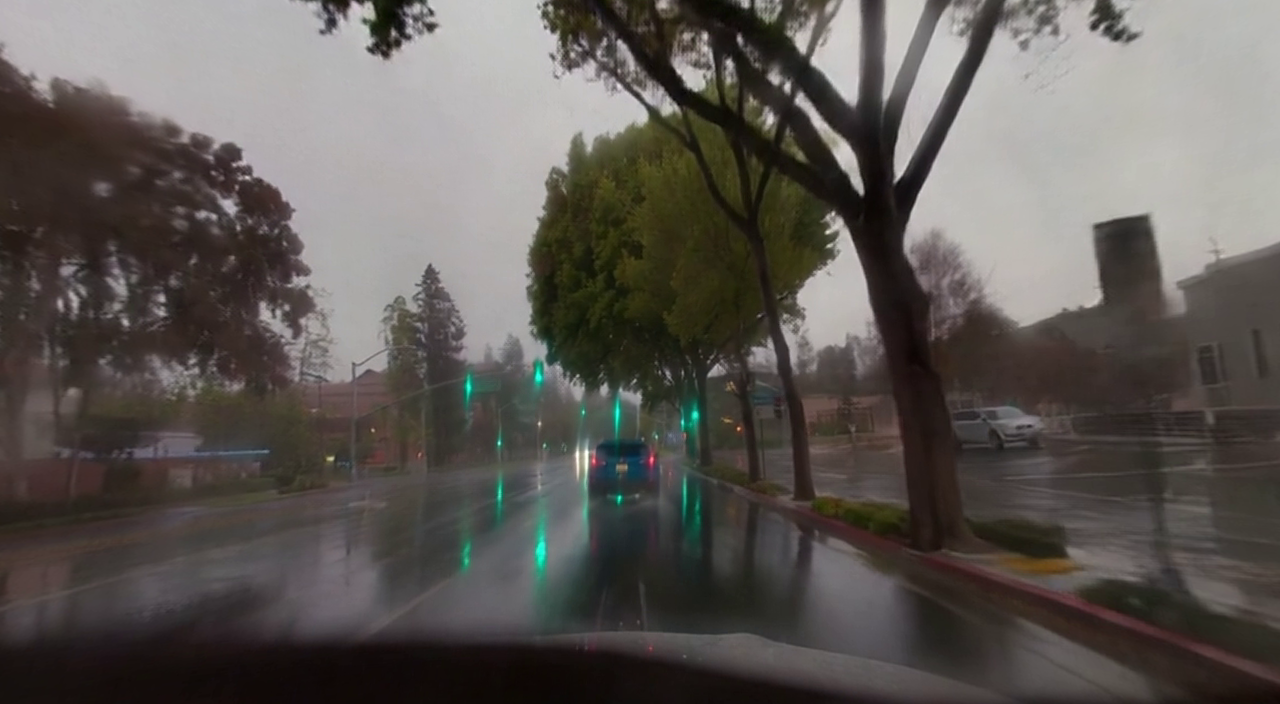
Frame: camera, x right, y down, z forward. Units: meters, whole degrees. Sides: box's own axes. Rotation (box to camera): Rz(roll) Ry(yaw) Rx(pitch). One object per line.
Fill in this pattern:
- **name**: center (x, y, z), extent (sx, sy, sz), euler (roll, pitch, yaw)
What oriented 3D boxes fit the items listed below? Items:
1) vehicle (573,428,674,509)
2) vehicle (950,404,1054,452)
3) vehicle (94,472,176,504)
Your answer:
- **vehicle**: center (-0.394, 2.775, 15.458), extent (2.136, 1.703, 3.910), euler (0, -9, -1)
- **vehicle**: center (16.393, 3.559, 29.004), extent (2.039, 1.990, 5.111), euler (-1, -9, 5)
- **vehicle**: center (-28.537, 7.672, 35.878), extent (1.771, 1.435, 4.144), euler (-7, -9, -9)
